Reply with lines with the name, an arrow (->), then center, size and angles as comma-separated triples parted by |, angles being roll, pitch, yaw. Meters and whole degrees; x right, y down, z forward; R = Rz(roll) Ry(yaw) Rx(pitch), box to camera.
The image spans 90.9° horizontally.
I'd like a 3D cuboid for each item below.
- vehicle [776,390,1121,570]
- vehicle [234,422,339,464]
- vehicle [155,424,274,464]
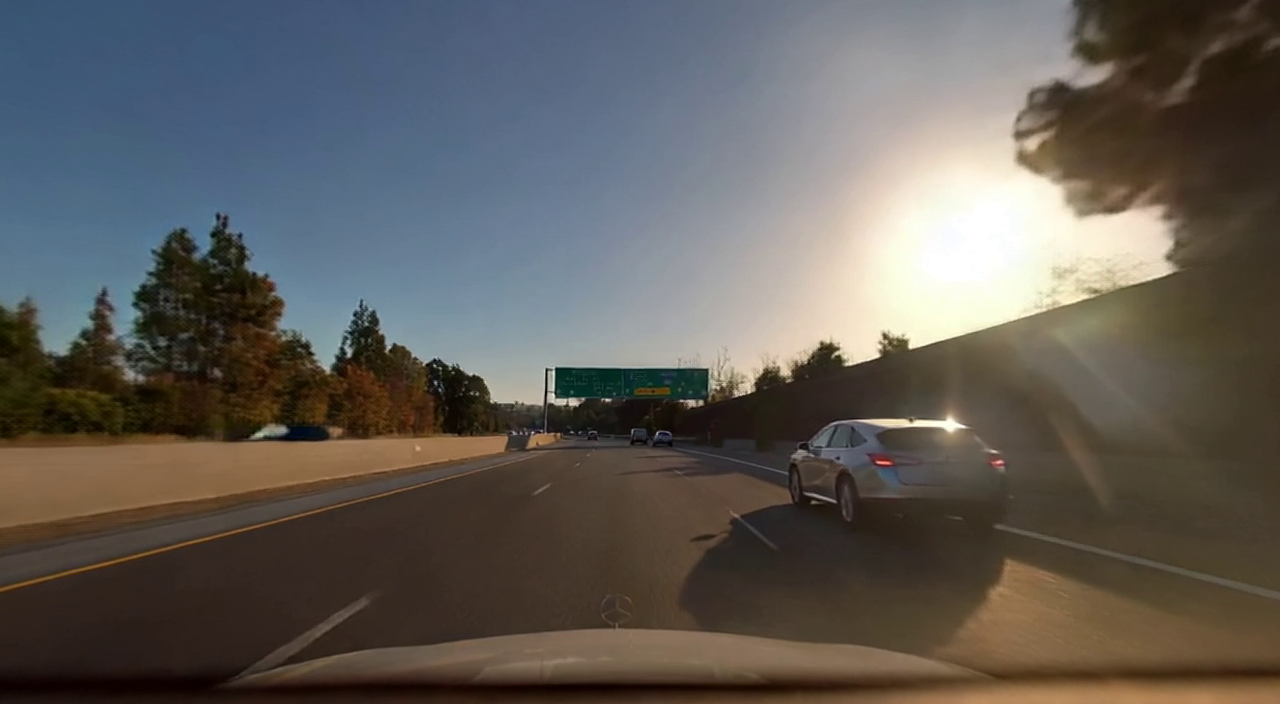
vehicle -> 3.317, 1.479, 8.021 | 2.107, 1.642, 4.331 | 0, -8, -1
vehicle -> -13.108, 3.404, 23.646 | 1.775, 1.444, 3.824 | 0, -8, -2
vehicle -> -17.079, 3.736, 25.602 | 1.862, 1.464, 4.405 | 0, -8, -2
